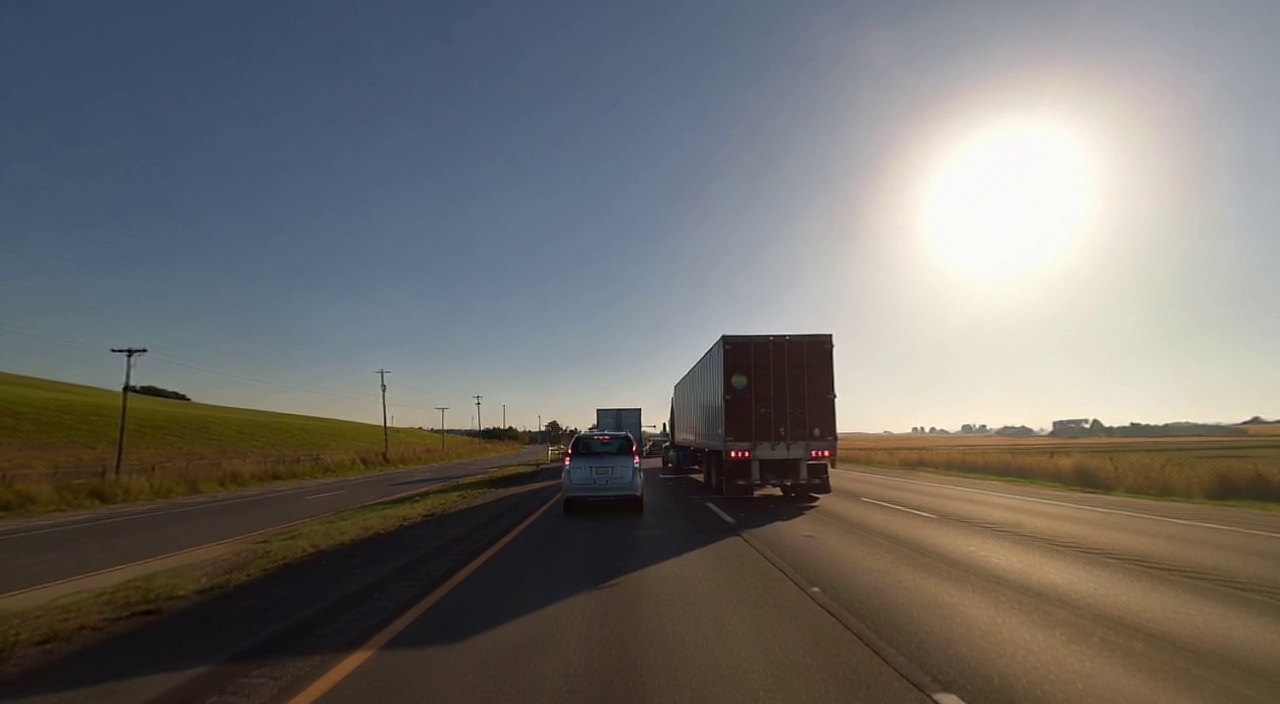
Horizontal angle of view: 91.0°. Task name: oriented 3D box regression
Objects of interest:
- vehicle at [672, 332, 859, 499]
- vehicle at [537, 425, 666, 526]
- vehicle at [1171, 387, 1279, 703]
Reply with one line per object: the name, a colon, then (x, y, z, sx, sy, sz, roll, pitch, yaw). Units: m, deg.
vehicle: (3.629, 2.782, 24.523, 3.591, 4.290, 16.696, 0, -8, -1)
vehicle: (-0.619, 2.221, 11.875, 2.009, 1.554, 4.013, 0, -8, -1)
vehicle: (3.550, 0.624, 0.616, 1.960, 1.515, 4.713, 0, -8, 0)
